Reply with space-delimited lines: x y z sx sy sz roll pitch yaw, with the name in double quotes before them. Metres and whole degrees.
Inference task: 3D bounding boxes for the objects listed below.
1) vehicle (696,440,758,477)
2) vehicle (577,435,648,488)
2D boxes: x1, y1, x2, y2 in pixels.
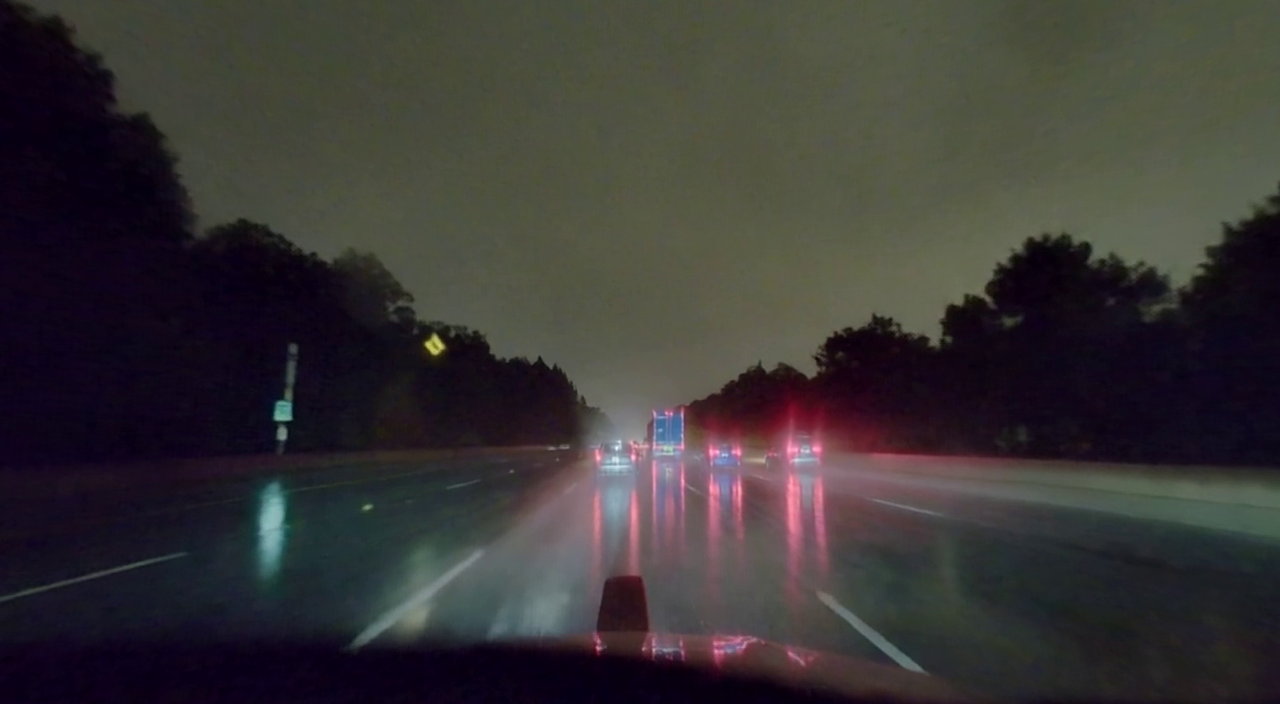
"vehicle" 3.639 4.525 27.090 1.971 1.472 4.301 0 -8 -1
"vehicle" -0.778 3.470 20.245 2.020 1.516 3.951 0 -8 1
